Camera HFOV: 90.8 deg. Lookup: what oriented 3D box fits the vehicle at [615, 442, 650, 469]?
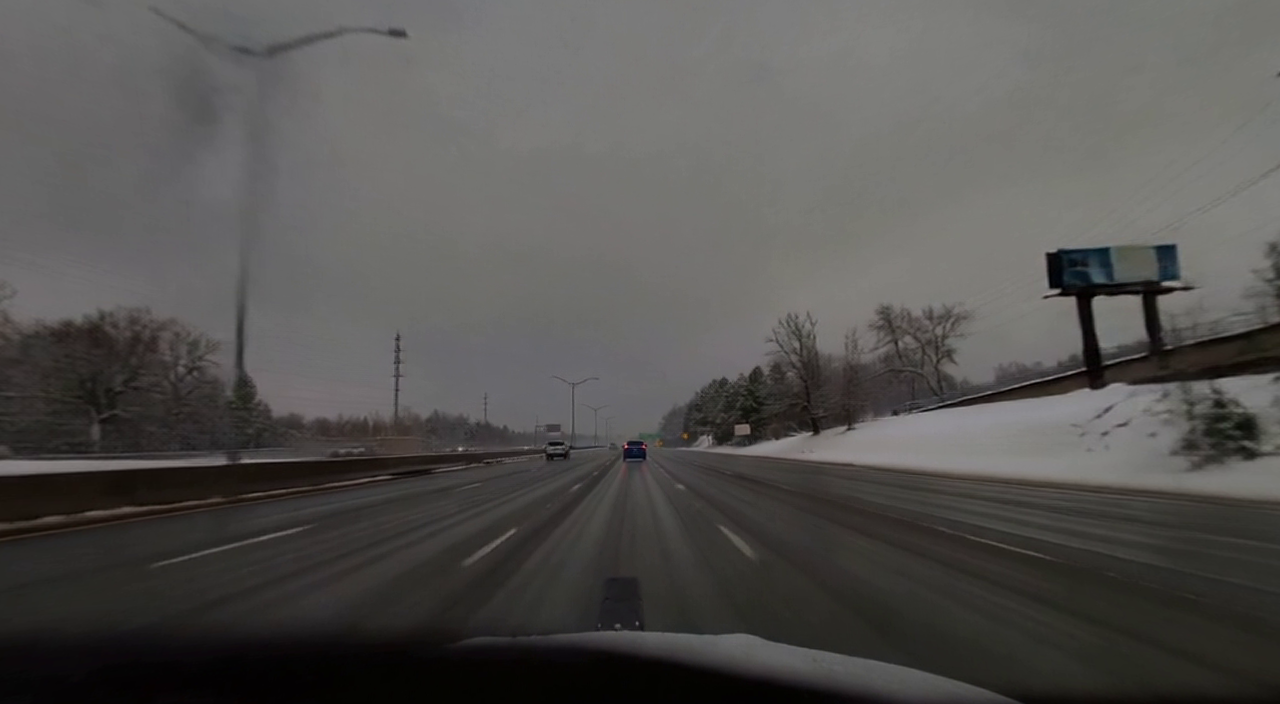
[{"bbox_3d":[-0.503,6.435,39.545,2.074,1.574,3.971,0,-8,-1],"label":"vehicle"}]
